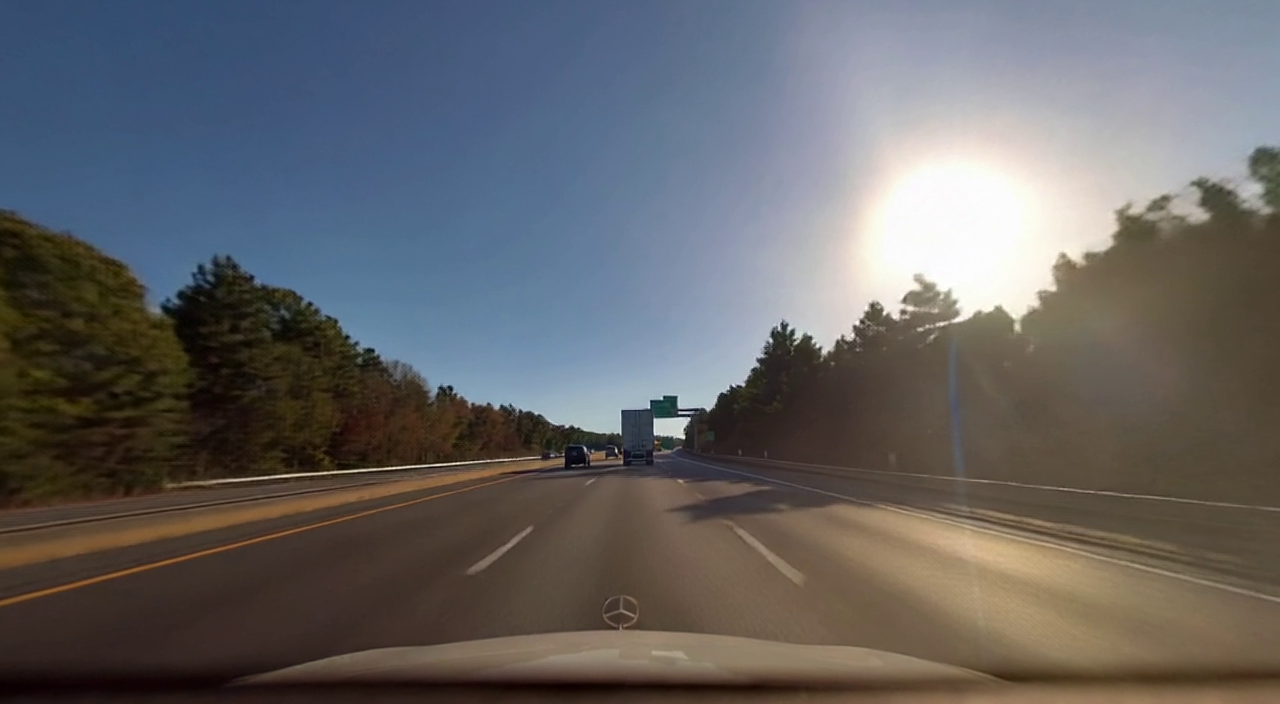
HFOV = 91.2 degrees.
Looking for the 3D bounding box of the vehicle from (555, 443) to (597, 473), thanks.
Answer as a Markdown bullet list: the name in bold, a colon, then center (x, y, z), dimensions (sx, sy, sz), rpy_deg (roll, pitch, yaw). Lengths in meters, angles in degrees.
- **vehicle**: center (-3.762, 6.329, 37.572), dimensions (2.112, 1.645, 4.129), rpy_deg (0, -9, -1)
